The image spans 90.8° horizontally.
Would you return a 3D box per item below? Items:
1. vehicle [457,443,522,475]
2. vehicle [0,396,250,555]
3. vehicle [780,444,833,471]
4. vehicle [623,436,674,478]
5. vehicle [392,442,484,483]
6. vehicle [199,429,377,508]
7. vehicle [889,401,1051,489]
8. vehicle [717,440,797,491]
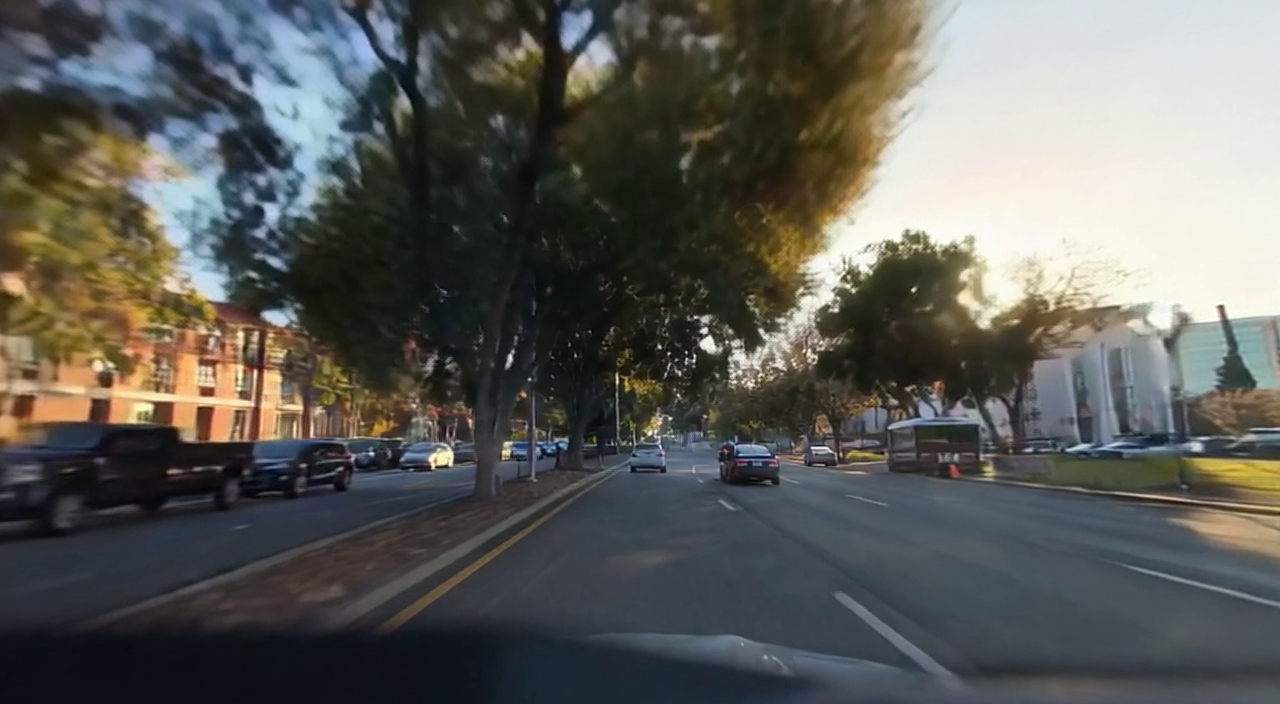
[{"bbox_3d":[-7.465,5.362,31.893,2.007,1.443,4.447,0,-9,3],"label":"vehicle"},{"bbox_3d":[-8.490,1.682,8.935,2.218,1.819,5.732,0,-9,1],"label":"vehicle"},{"bbox_3d":[9.419,5.992,36.098,1.860,1.475,4.488,0,-9,1],"label":"vehicle"},{"bbox_3d":[0.440,4.650,28.202,2.101,1.694,3.979,0,-9,3],"label":"vehicle"},{"bbox_3d":[-7.860,4.343,25.093,1.992,1.465,4.458,-1,-9,3],"label":"vehicle"},{"bbox_3d":[-8.742,2.921,16.275,1.934,1.713,4.441,0,-9,1],"label":"vehicle"},{"bbox_3d":[12.098,3.532,23.989,2.790,2.897,6.326,0,-9,2],"label":"vehicle"},{"bbox_3d":[3.700,3.646,20.647,1.852,1.498,3.825,0,-9,0],"label":"vehicle"}]
